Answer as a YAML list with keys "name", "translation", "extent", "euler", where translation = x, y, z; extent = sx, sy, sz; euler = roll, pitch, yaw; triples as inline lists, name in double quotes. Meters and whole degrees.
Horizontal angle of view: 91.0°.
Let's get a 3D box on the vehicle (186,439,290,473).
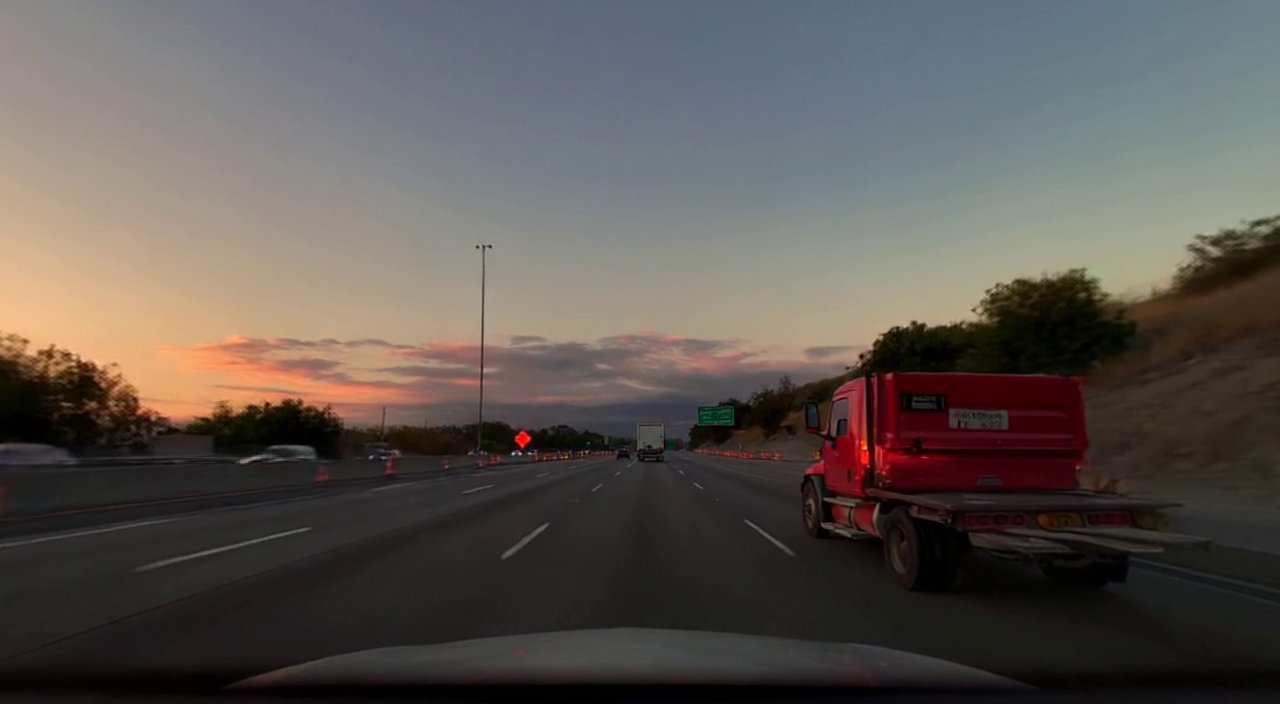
- name: "vehicle"
  translation: [-19.866, 5.162, 31.431]
  extent: [1.931, 1.567, 4.767]
  euler: [0, -9, 2]
